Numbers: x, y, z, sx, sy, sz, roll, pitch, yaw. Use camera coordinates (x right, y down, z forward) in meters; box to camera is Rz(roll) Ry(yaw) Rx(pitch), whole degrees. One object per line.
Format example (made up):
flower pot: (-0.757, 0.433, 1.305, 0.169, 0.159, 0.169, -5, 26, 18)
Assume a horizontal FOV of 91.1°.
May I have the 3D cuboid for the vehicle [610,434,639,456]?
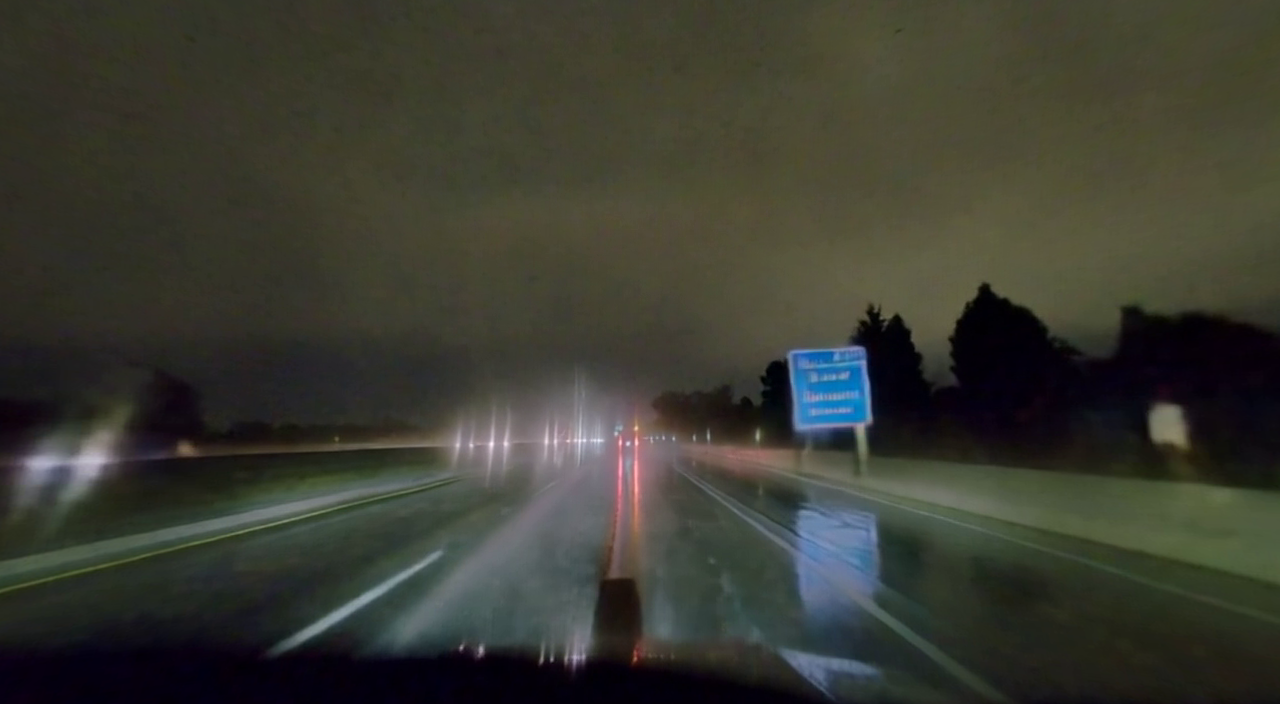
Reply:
vehicle: (-1.091, 6.586, 44.635, 2.025, 1.519, 3.924, 0, -8, -1)
